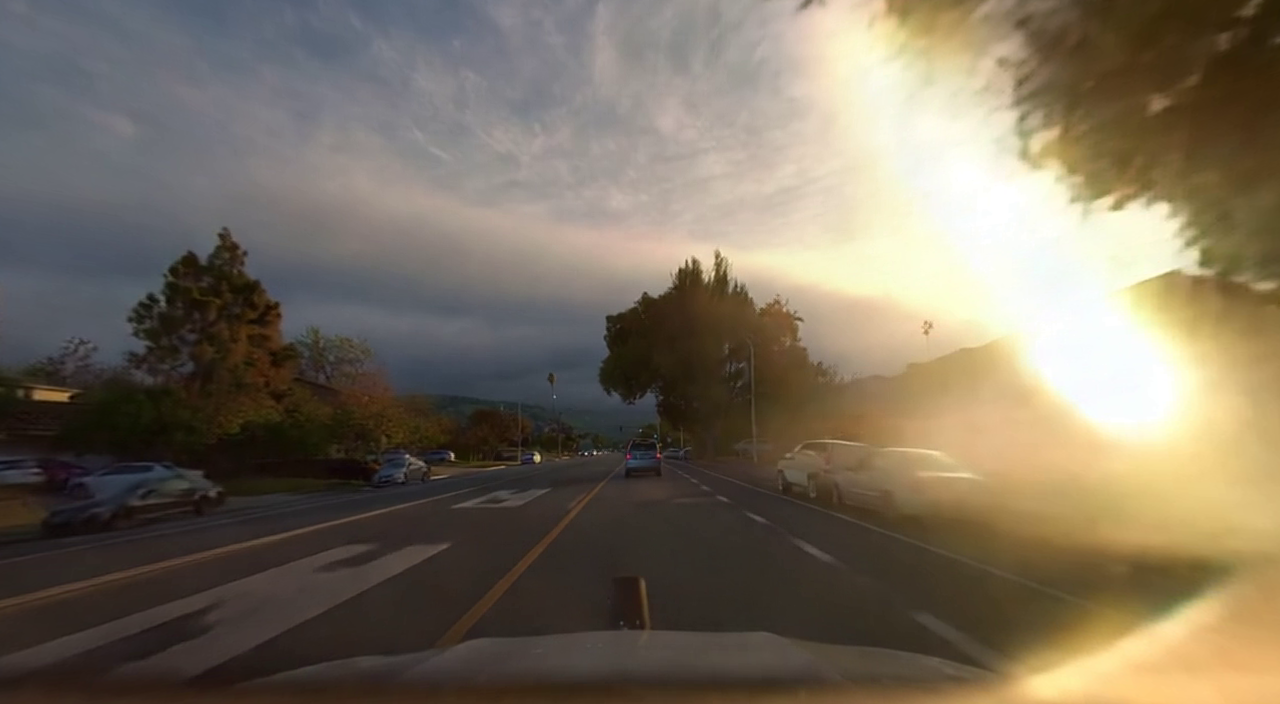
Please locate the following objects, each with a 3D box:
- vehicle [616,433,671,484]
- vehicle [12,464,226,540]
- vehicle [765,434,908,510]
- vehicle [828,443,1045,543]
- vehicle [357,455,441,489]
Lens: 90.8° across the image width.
[{"bbox_3d":[0.114,4.474,26.867,2.153,1.942,4.767,0,-9,-1],"label":"vehicle"},{"bbox_3d":[-12.260,3.499,15.270,1.920,1.476,3.826,0,-9,-2],"label":"vehicle"},{"bbox_3d":[4.958,3.098,16.820,2.153,1.730,4.659,0,-9,-2],"label":"vehicle"},{"bbox_3d":[5.055,2.423,11.558,1.902,1.472,4.139,0,-9,-1],"label":"vehicle"},{"bbox_3d":[-12.460,6.221,33.131,2.192,1.541,5.391,0,-9,1],"label":"vehicle"}]
